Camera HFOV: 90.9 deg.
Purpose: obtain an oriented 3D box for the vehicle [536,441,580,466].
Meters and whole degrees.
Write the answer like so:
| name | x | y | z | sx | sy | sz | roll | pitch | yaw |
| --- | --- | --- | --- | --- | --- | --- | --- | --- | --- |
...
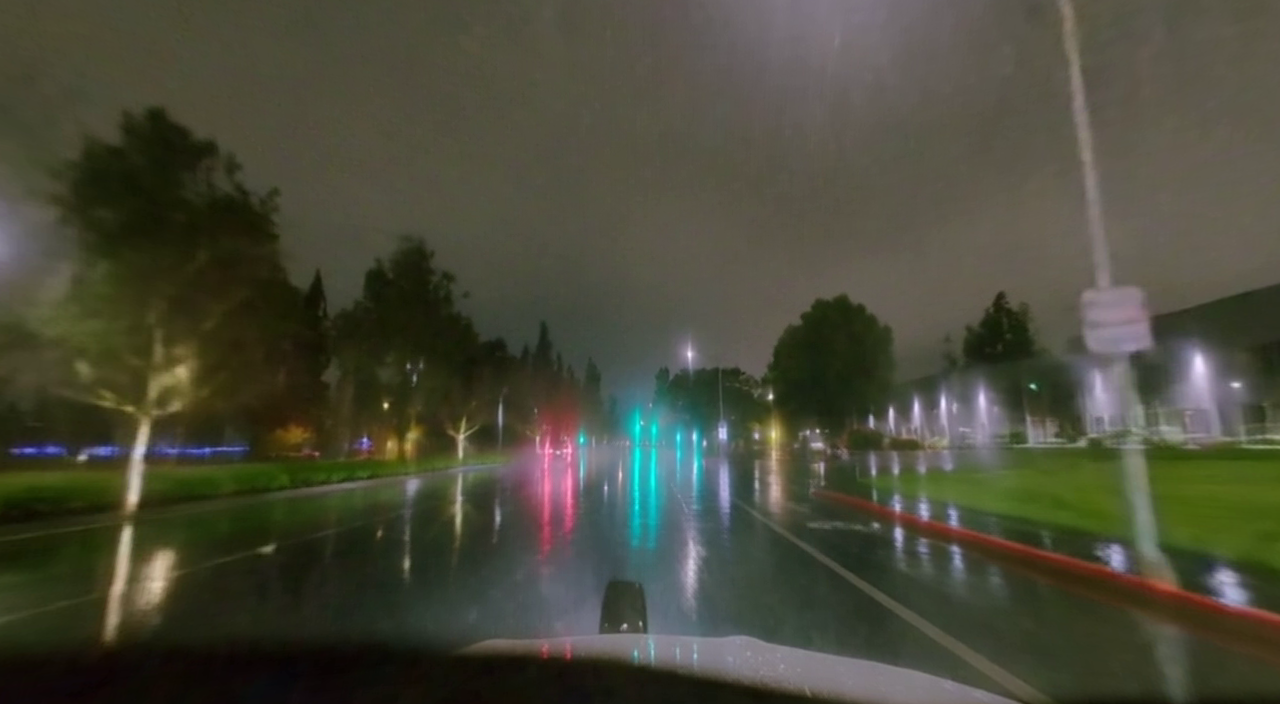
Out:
| name | x | y | z | sx | sy | sz | roll | pitch | yaw |
| --- | --- | --- | --- | --- | --- | --- | --- | --- | --- |
| vehicle | -5.182 | 6.483 | 40.536 | 1.945 | 1.461 | 4.605 | -1 | -8 | 4 |
